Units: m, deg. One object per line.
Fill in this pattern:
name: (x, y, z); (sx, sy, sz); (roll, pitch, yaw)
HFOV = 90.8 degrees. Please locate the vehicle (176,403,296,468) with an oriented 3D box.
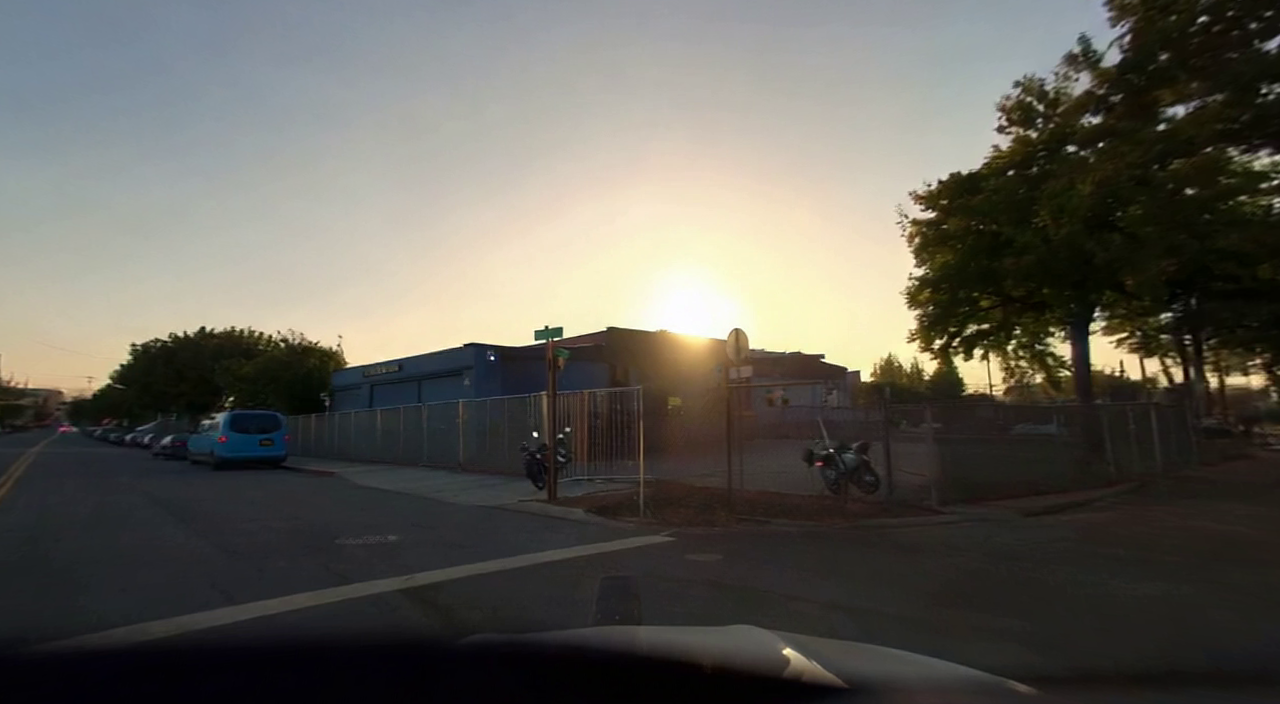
vehicle: (-14.607, 3.051, 22.679); (2.327, 2.021, 5.850); (8, -12, -44)
